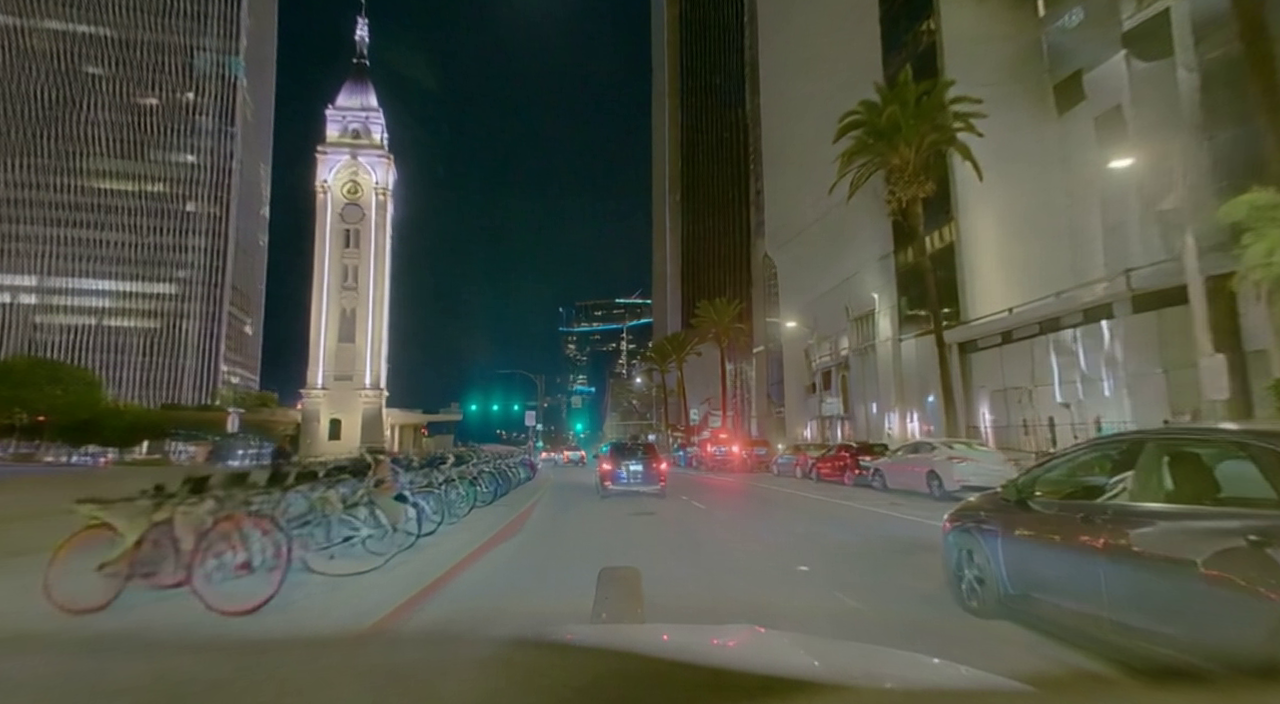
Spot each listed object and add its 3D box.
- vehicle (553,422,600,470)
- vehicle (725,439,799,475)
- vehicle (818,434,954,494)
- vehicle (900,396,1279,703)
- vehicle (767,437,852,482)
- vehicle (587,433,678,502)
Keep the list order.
[{"bbox_3d":[-4.216,6.143,41.312,2.400,2.872,6.053,1,-9,-12],"label":"vehicle"},{"bbox_3d":[6.003,5.252,31.857,1.945,1.623,5.013,1,-9,-10],"label":"vehicle"},{"bbox_3d":[7.514,3.471,19.919,2.067,1.641,4.569,1,-9,-5],"label":"vehicle"},{"bbox_3d":[3.627,1.083,3.564,2.116,1.500,4.702,0,-9,-3],"label":"vehicle"},{"bbox_3d":[6.881,4.414,26.200,1.860,1.684,4.211,1,-9,-8],"label":"vehicle"},{"bbox_3d":[-0.324,3.063,17.131,2.111,1.605,3.832,1,-9,-6],"label":"vehicle"}]
